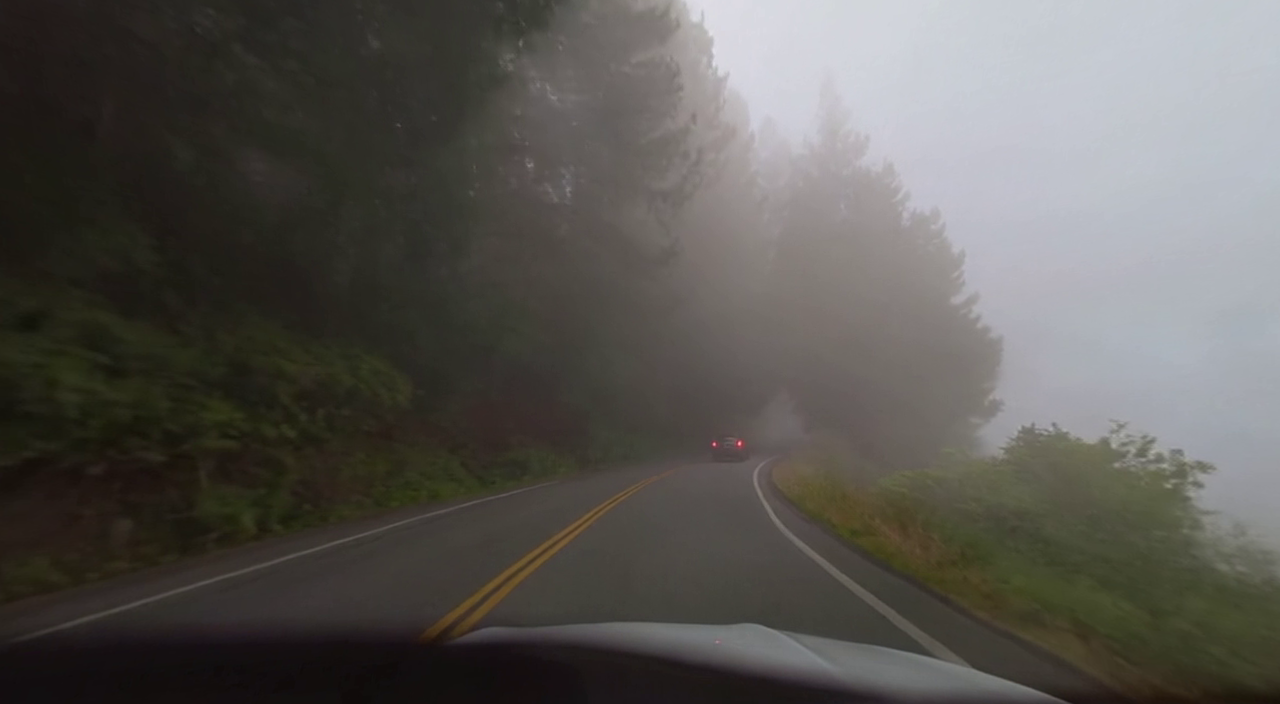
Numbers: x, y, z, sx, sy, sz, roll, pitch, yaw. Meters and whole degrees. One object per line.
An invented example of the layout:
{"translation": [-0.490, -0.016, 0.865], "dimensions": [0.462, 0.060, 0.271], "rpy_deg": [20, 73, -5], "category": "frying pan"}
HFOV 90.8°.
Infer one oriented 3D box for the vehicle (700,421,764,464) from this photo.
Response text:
{"translation": [4.768, 4.627, 31.946], "dimensions": [2.469, 1.953, 5.605], "rpy_deg": [-3, -9, 15], "category": "vehicle"}
